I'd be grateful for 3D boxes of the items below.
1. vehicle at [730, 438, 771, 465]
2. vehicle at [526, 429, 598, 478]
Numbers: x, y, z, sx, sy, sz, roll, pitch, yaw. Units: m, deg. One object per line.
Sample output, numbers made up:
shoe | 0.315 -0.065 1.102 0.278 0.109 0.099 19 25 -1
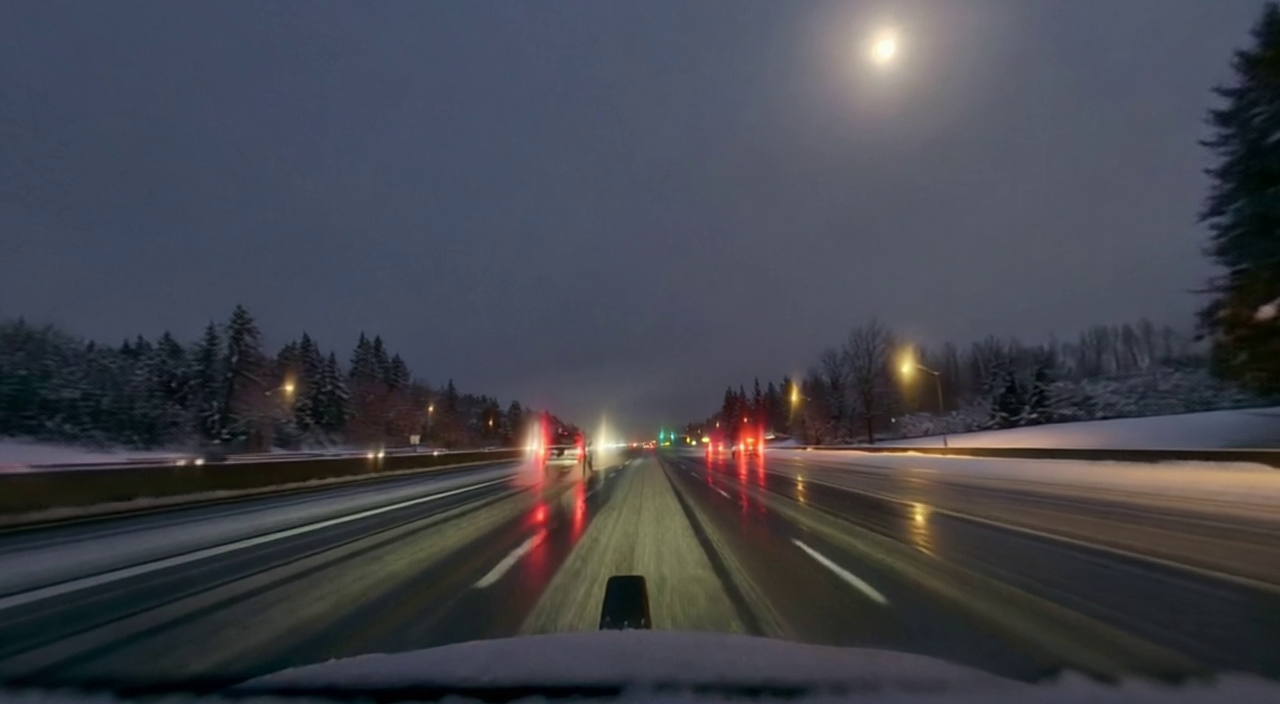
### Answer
vehicle | 7.486 6.788 43.143 2.063 1.706 4.259 0 -8 1
vehicle | -3.362 4.531 28.406 2.453 1.952 5.320 0 -8 1
